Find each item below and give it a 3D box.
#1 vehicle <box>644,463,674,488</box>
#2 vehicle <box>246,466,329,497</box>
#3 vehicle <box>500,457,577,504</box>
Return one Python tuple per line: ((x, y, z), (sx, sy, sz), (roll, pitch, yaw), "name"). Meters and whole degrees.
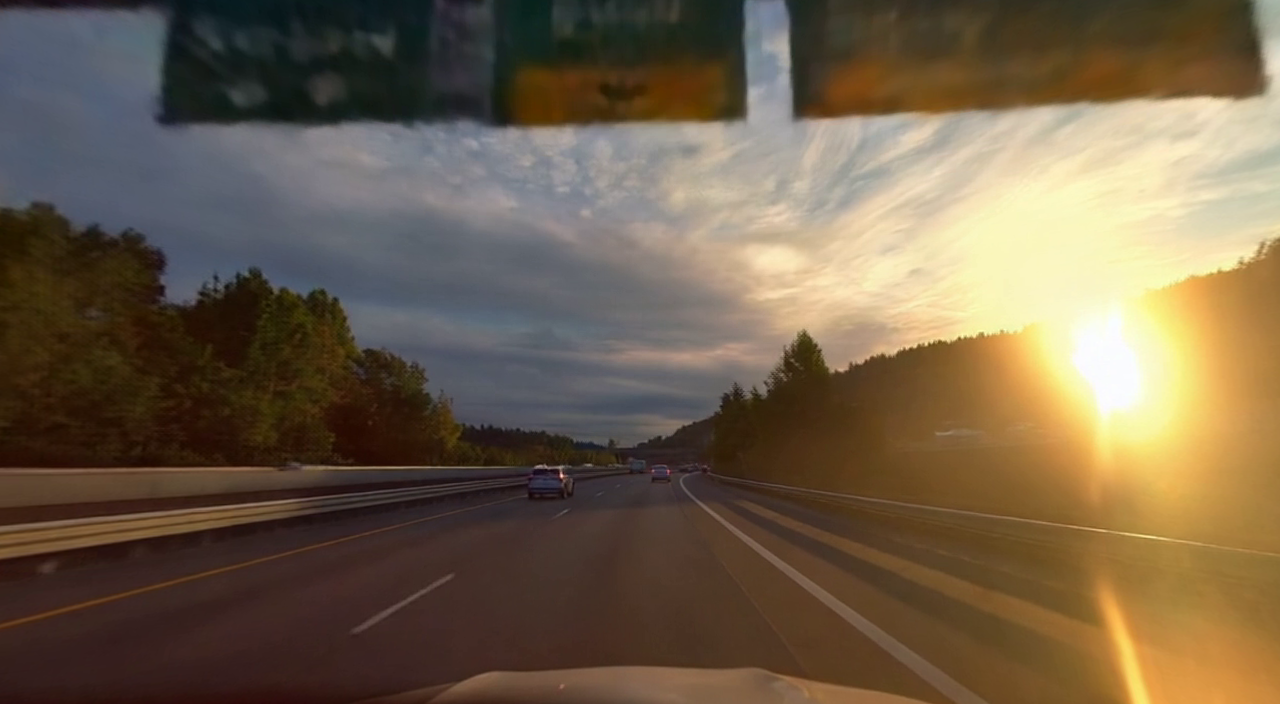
((1.390, 8.721, 44.618), (2.000, 1.594, 3.996), (1, -10, 2), "vehicle")
((-18.003, 6.624, 32.416), (1.760, 1.442, 4.112), (1, -10, 2), "vehicle")
((-3.732, 4.880, 24.098), (2.063, 1.556, 4.740), (1, -10, 1), "vehicle")
